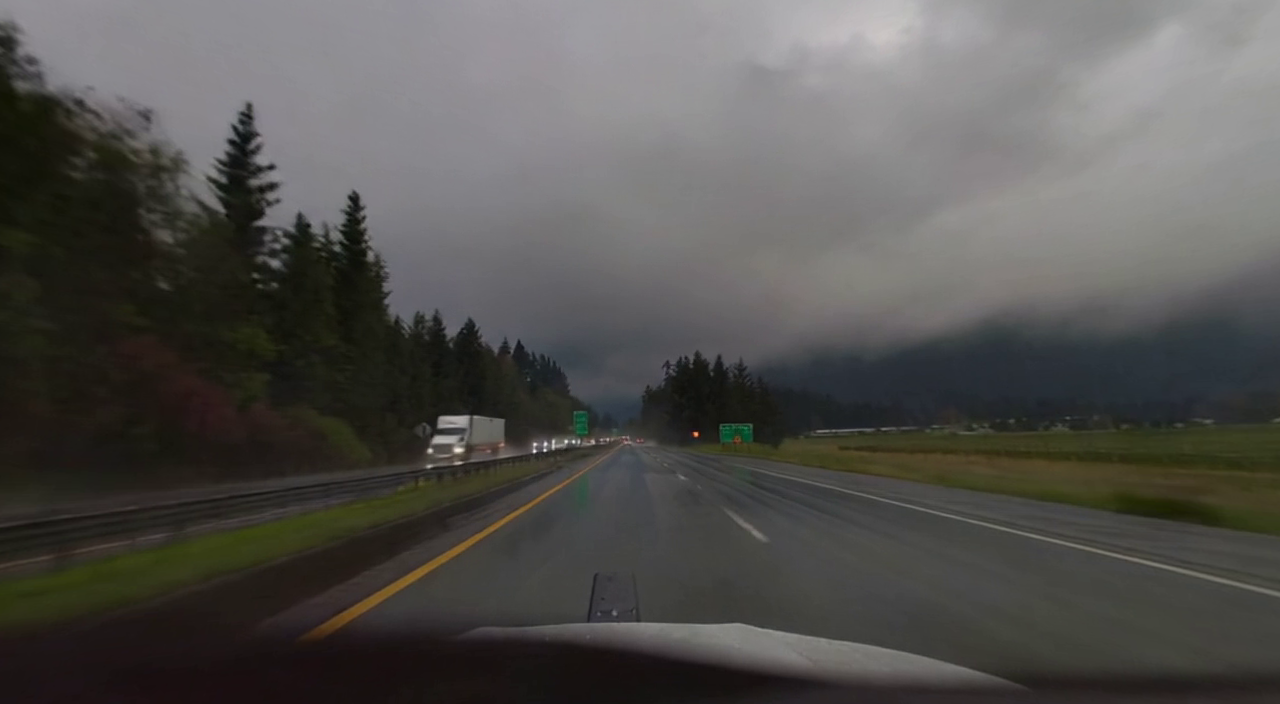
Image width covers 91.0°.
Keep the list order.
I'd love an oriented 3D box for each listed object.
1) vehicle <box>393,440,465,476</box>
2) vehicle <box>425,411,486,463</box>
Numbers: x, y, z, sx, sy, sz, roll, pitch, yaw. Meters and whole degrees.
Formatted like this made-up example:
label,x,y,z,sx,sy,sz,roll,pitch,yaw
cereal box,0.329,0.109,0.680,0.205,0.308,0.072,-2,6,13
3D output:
label,x,y,z,sx,sy,sz,roll,pitch,yaw
vehicle,-9.716,4.903,29.299,2.050,1.530,3.894,0,-8,-1
vehicle,-14.260,6.681,49.241,3.005,3.778,5.807,0,-8,-1
